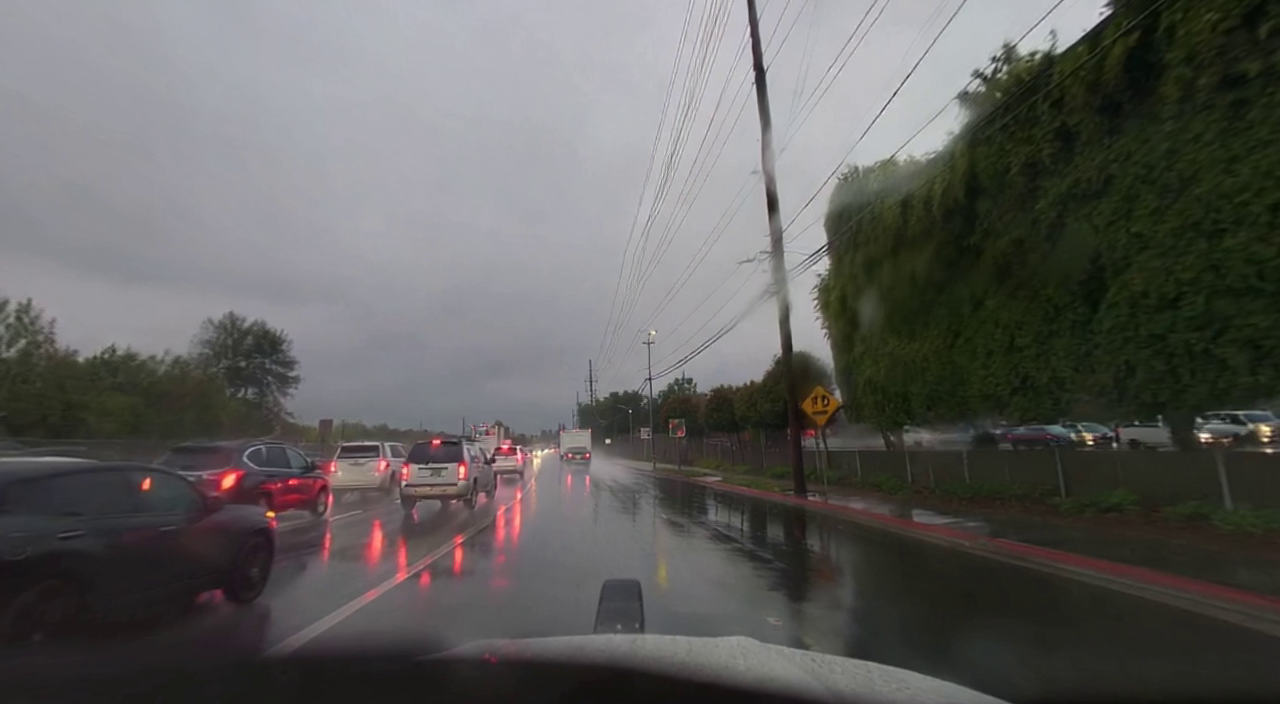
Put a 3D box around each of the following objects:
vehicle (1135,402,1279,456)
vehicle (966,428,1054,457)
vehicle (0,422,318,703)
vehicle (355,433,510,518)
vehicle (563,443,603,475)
[{"bbox_3d":[37.133,5.029,40.958,7.865,3.323,2.806,1,-8,-9],"label":"vehicle"},{"bbox_3d":[28.481,6.984,48.504,5.535,2.130,2.145,2,-9,-9],"label":"vehicle"},{"bbox_3d":[-3.936,1.145,3.445,1.946,1.467,4.653,0,-8,-1],"label":"vehicle"},{"bbox_3d":[-4.672,2.837,15.117,2.388,1.692,4.684,1,-8,-4],"label":"vehicle"},{"bbox_3d":[-3.267,6.003,35.504,2.055,1.671,4.147,1,-9,-7],"label":"vehicle"}]
